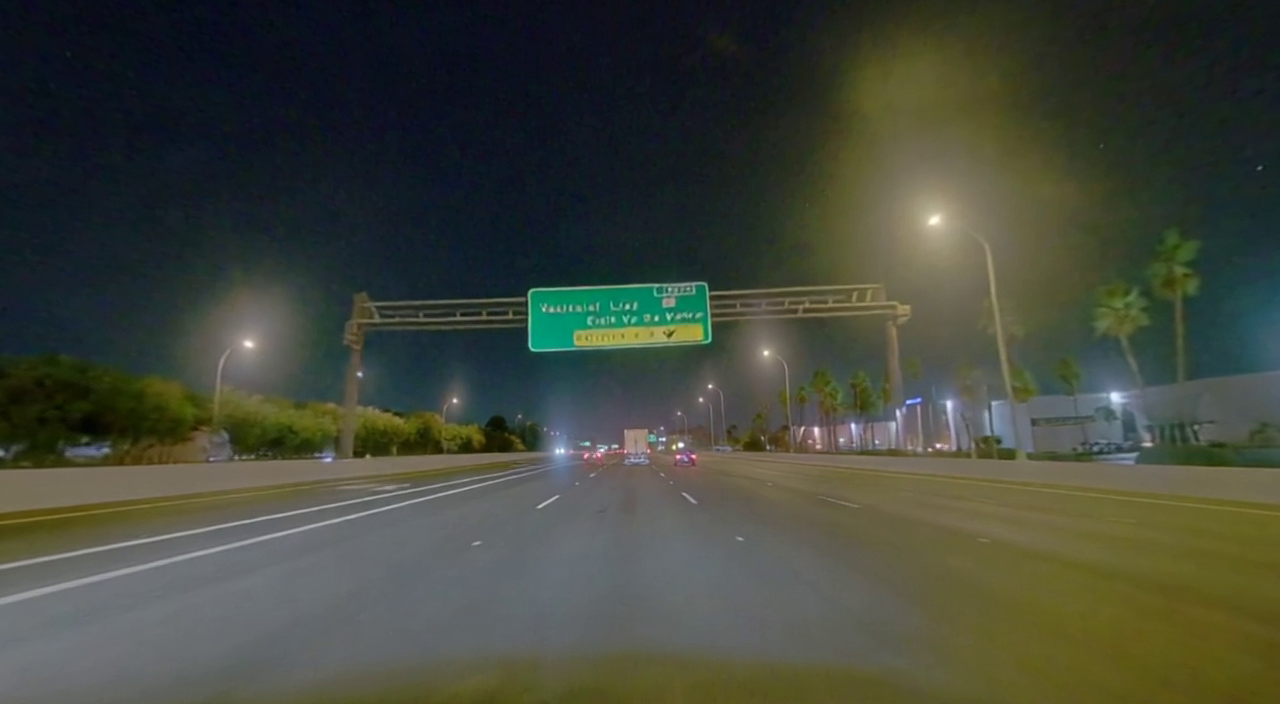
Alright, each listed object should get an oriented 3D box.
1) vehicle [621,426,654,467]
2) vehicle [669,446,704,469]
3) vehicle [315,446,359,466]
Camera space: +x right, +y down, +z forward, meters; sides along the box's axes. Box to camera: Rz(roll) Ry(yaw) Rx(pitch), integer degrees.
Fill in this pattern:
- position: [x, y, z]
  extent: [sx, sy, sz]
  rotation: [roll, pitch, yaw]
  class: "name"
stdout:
- position: [-0.252, 7.335, 49.053]
  extent: [2.364, 2.953, 6.495]
  rotation: [0, -9, -1]
  class: "vehicle"
- position: [3.116, 7.183, 43.274]
  extent: [2.049, 1.485, 4.106]
  rotation: [0, -9, -1]
  class: "vehicle"
- position: [-23.812, 8.172, 49.762]
  extent: [1.677, 1.457, 3.656]
  rotation: [0, -9, -1]
  class: "vehicle"
